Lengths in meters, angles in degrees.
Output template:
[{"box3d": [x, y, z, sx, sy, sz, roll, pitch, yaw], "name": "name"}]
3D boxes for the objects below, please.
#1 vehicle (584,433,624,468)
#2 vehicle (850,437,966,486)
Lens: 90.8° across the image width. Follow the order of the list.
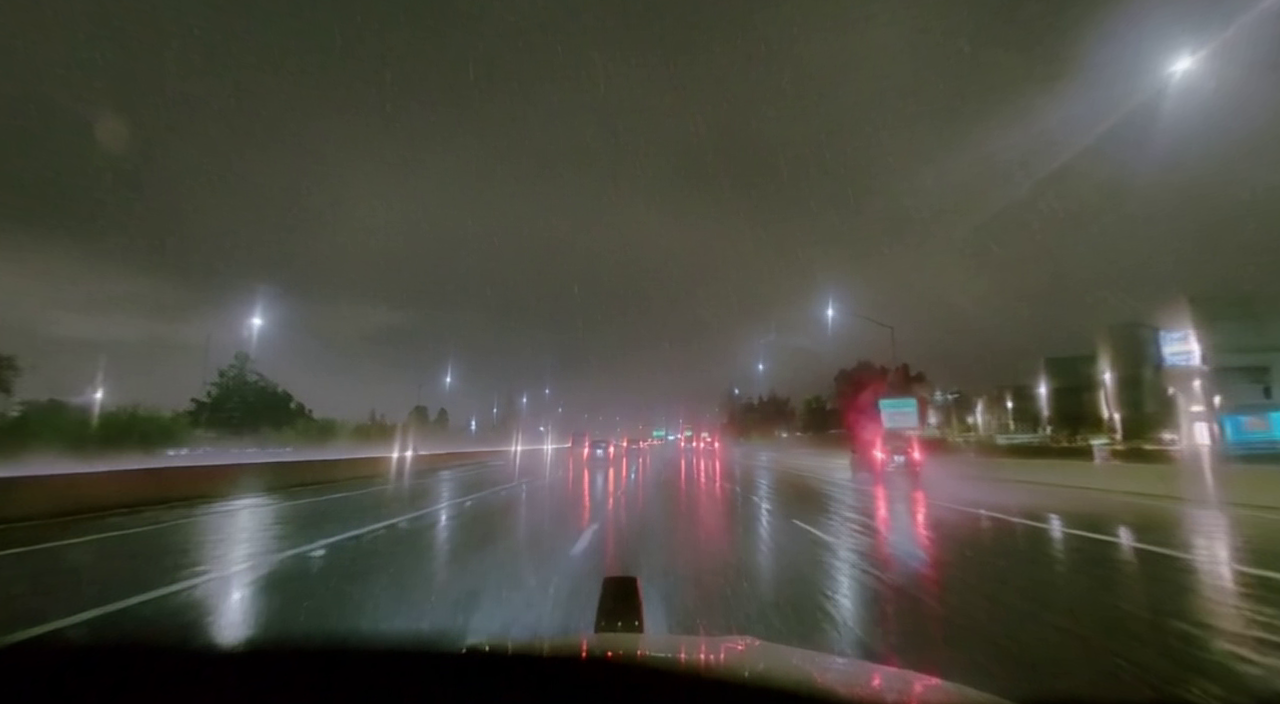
[{"box3d": [-1.952, 5.566, 35.746, 1.893, 1.827, 4.513, 0, -8, 1], "name": "vehicle"}, {"box3d": [8.647, 3.557, 20.896, 1.900, 1.432, 4.519, 0, -8, 1], "name": "vehicle"}]
